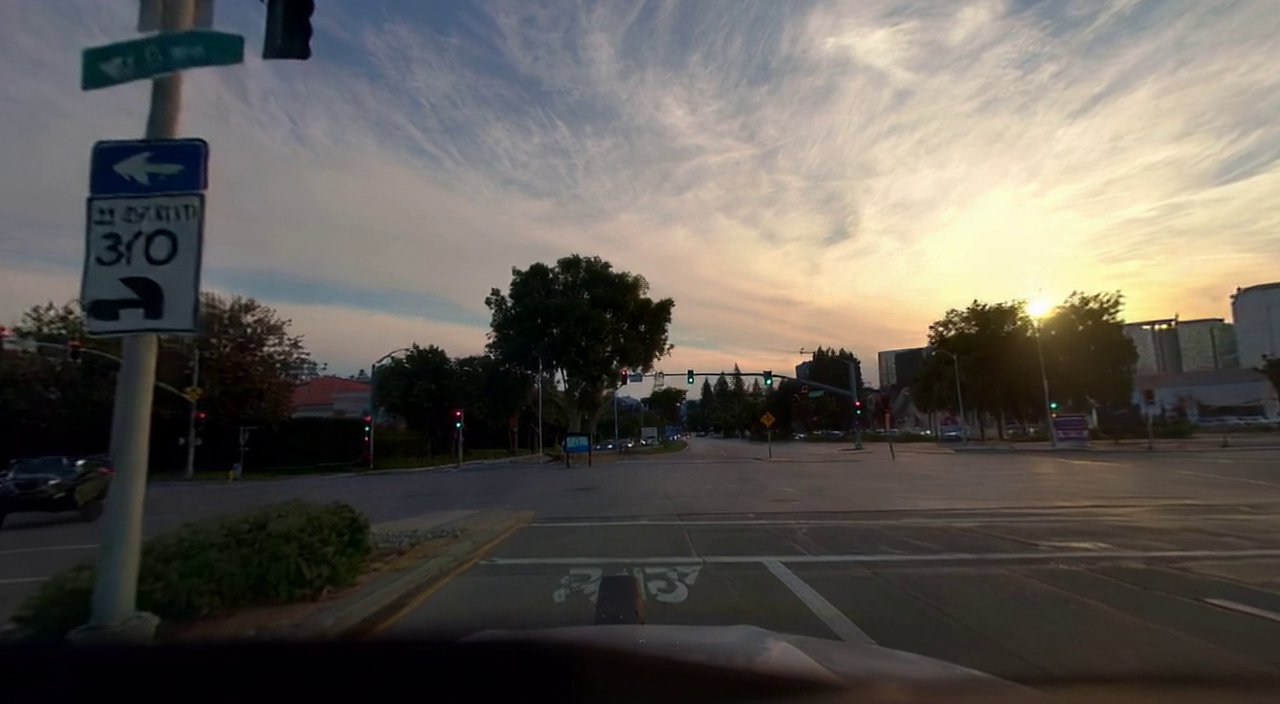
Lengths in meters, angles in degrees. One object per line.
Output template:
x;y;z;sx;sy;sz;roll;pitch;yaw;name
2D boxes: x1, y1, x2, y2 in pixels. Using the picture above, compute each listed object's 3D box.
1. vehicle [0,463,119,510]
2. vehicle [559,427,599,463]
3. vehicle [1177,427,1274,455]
-24.482;5.416;25.712;4.706;1.734;2.253;-1;-9;6;vehicle
-4.630;7.220;48.888;2.522;2.605;6.598;0;-9;-1;vehicle
40.082;6.144;43.456;2.173;1.751;4.931;-1;-9;5;vehicle
